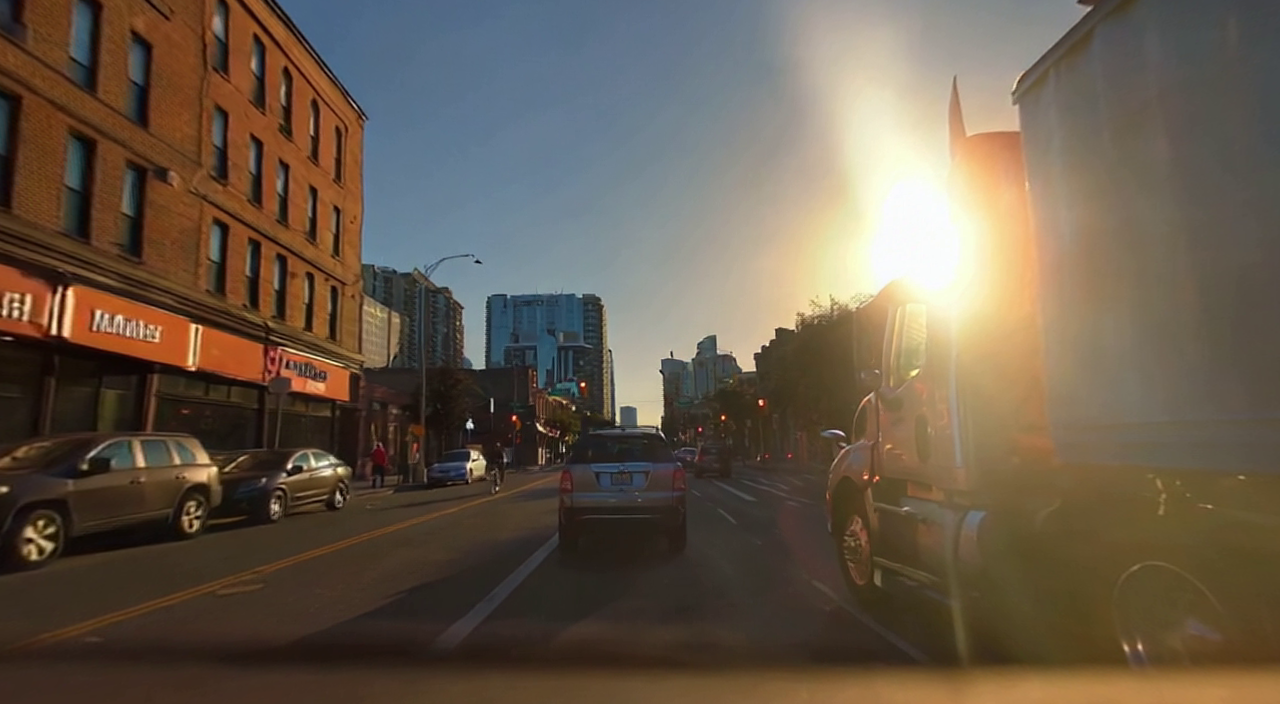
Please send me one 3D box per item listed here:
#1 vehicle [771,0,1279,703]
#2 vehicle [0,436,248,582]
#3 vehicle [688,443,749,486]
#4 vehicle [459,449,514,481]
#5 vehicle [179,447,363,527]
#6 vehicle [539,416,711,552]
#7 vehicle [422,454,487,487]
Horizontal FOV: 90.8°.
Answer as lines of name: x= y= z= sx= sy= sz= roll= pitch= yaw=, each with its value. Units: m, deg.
vehicle: x=2.929 y=-0.026 z=2.112 sx=2.913 sy=3.771 sz=9.716 roll=0 pitch=-8 yaw=0
vehicle: x=-8.806 y=2.224 z=9.764 sx=2.065 sy=1.758 sz=5.144 roll=0 pitch=-8 yaw=2
vehicle: x=3.288 y=4.795 z=27.328 sx=2.159 sy=1.696 sz=4.316 roll=0 pitch=-8 yaw=2
vehicle: x=-8.702 y=6.423 z=36.233 sx=2.084 sy=1.686 sz=4.422 roll=0 pitch=-8 yaw=-1
vehicle: x=-8.844 y=3.214 z=15.682 sx=1.896 sy=1.652 sz=4.269 roll=0 pitch=-8 yaw=1
vehicle: x=-0.214 y=2.091 z=10.740 sx=2.283 sy=1.783 sz=4.548 roll=0 pitch=-8 yaw=0
vehicle: x=-8.707 y=5.574 z=30.039 sx=1.805 sy=1.379 sz=4.359 roll=0 pitch=-8 yaw=-1
